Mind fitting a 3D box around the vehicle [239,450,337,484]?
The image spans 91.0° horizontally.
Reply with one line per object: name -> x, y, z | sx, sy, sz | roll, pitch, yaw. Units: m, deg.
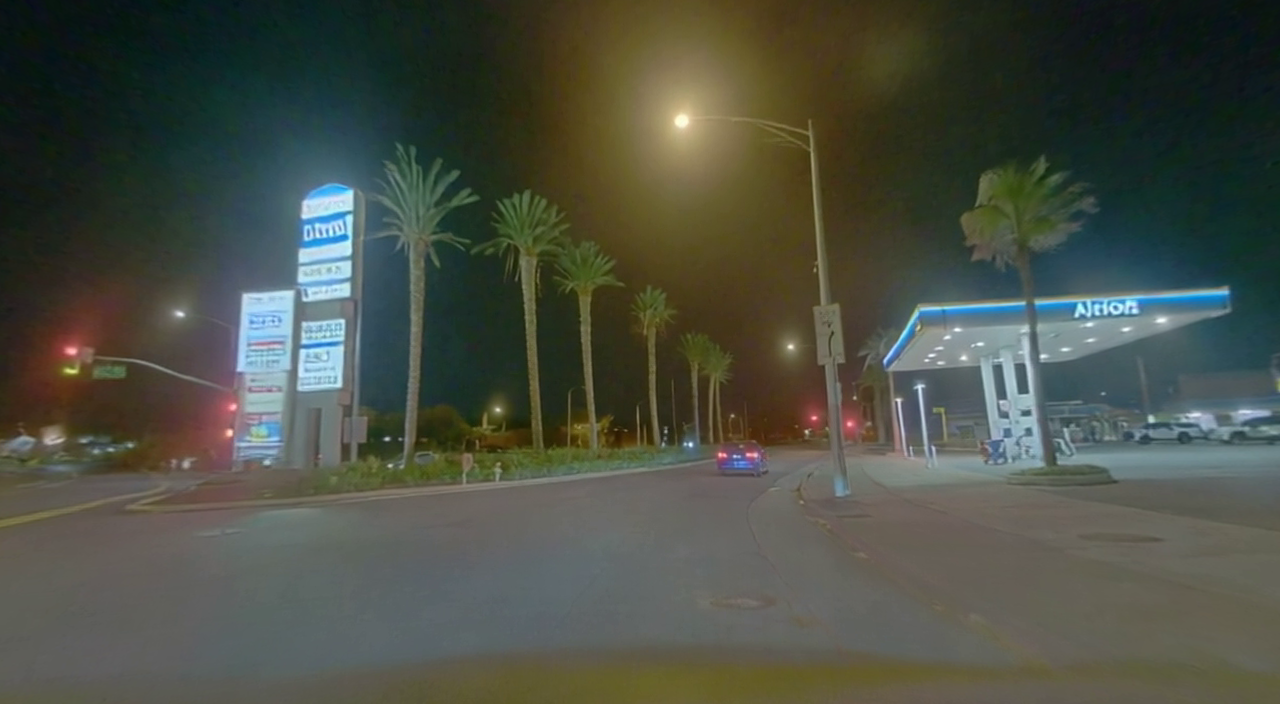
vehicle -> -18.731, 6.091, 33.702 | 1.884, 1.651, 4.330 | -3, -9, 18

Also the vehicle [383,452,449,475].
vehicle -> -15.521, 7.759, 43.878 | 1.825, 1.441, 4.656 | -3, -9, 18

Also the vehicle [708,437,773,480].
vehicle -> 4.015, 4.094, 24.495 | 2.050, 1.509, 4.148 | -2, -9, 15
